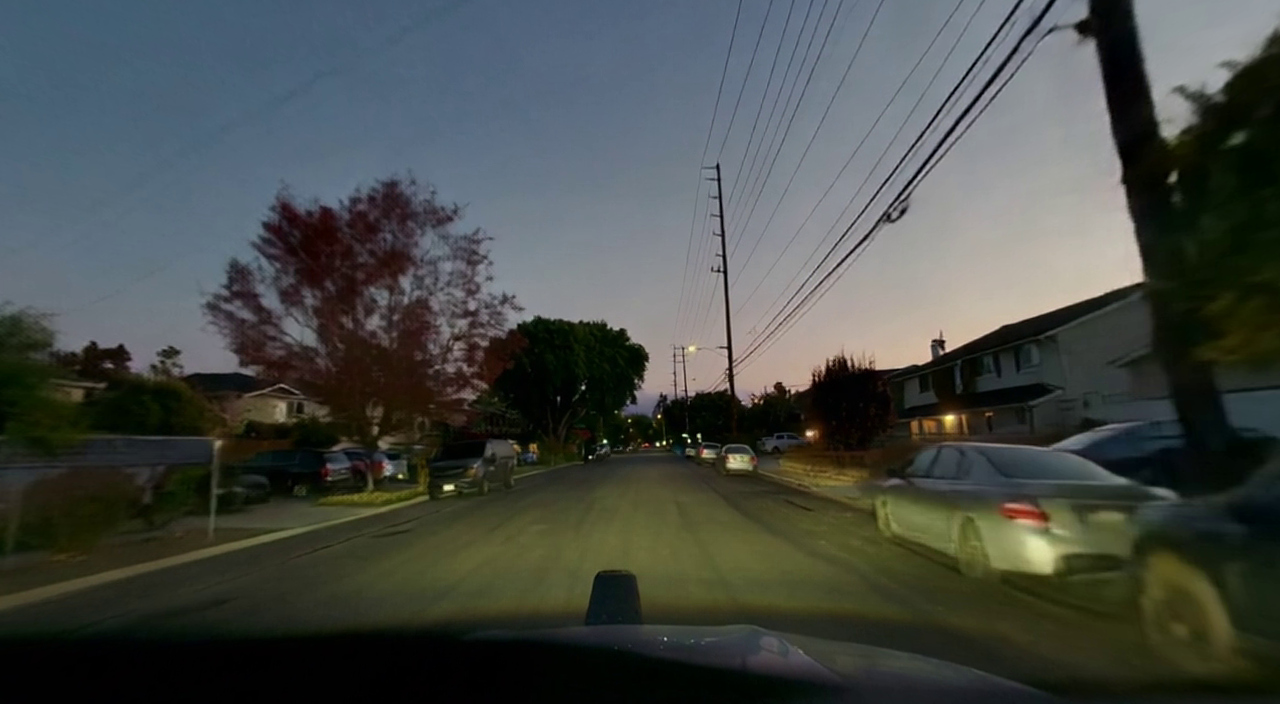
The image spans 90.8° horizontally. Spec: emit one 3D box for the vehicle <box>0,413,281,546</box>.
[{"bbox_3d":[-10.534,2.227,11.391,6.540,2.079,2.565,0,-8,1],"label":"vehicle"}]

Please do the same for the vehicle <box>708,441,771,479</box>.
[{"bbox_3d":[4.325,4.778,28.307,2.016,1.544,4.645,0,-8,-1],"label":"vehicle"}]

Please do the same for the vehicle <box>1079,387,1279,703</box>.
[{"bbox_3d":[3.741,0.743,1.558,1.970,1.530,4.899,-1,-8,3],"label":"vehicle"}]

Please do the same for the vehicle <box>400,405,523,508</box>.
[{"bbox_3d":[-5.884,3.514,21.769,2.313,2.875,6.057,-4,-8,1],"label":"vehicle"}]
